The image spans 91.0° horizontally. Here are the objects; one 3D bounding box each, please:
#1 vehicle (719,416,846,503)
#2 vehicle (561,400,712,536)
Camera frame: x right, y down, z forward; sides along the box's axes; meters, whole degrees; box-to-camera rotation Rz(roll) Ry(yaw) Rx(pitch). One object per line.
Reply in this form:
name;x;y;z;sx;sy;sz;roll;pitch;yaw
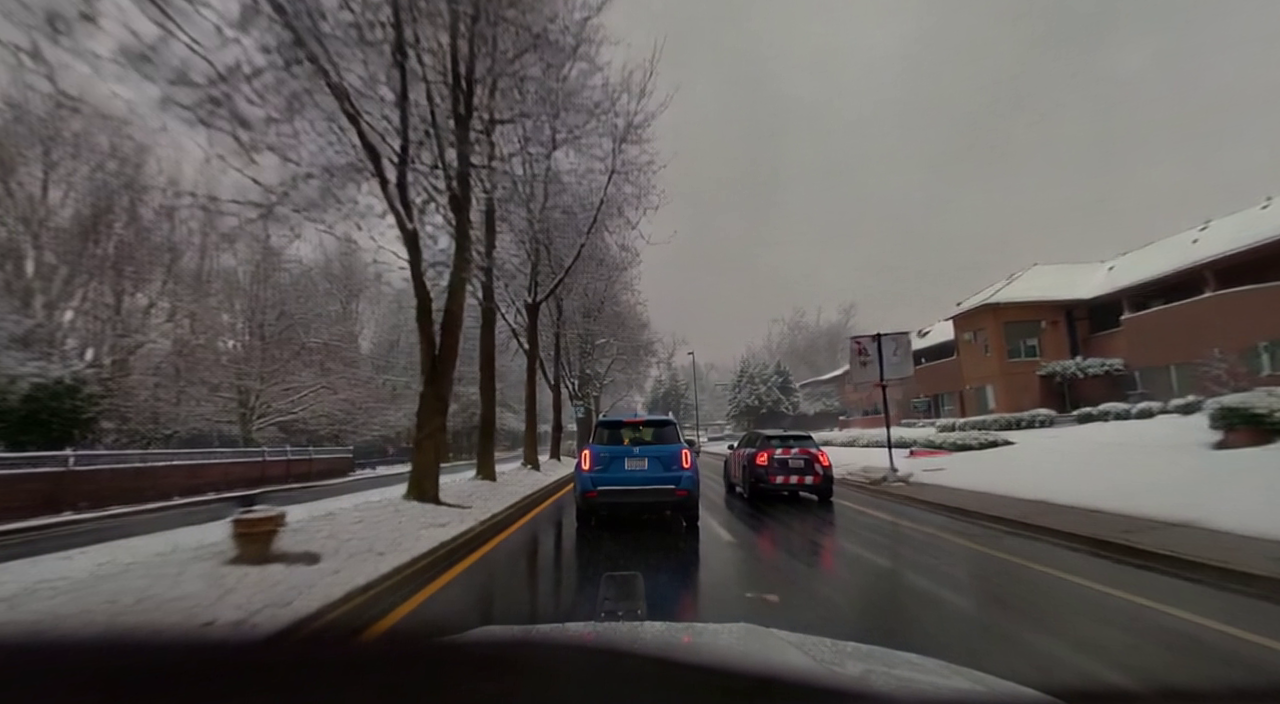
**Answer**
vehicle;3.087;2.437;14.626;1.840;1.709;4.202;0;-8;-2
vehicle;-0.102;1.758;9.928;1.984;1.777;3.148;0;-8;-2
